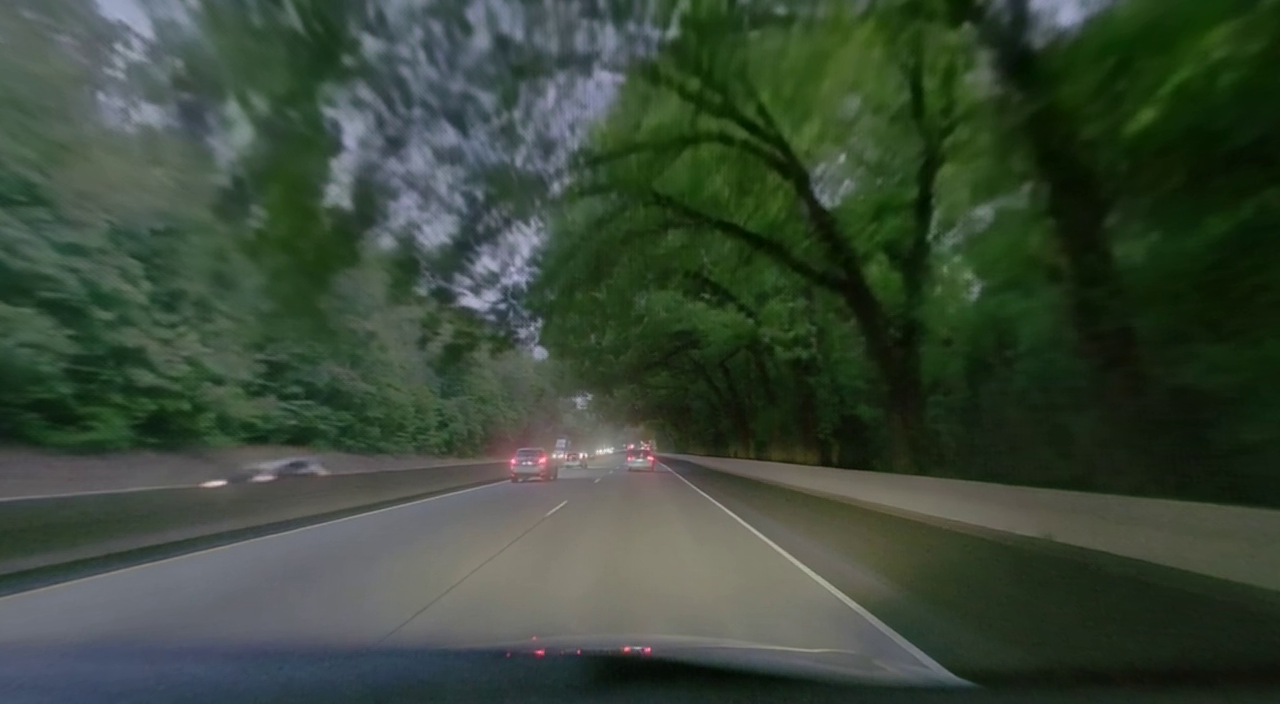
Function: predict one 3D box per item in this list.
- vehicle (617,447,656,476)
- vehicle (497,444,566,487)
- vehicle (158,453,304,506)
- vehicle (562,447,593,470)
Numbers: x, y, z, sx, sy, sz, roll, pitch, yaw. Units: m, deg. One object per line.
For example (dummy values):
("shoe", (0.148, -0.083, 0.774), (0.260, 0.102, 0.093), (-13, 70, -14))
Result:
("vehicle", (-0.186, 6.054, 35.027), (2.001, 1.490, 3.914), (0, -9, 0))
("vehicle", (-4.145, 4.423, 24.783), (1.978, 1.538, 3.755), (0, -9, 1))
("vehicle", (-12.544, 3.905, 19.703), (1.854, 1.428, 4.065), (0, -9, 0))
("vehicle", (-4.527, 7.778, 46.259), (1.834, 1.615, 3.624), (0, -9, 1))
